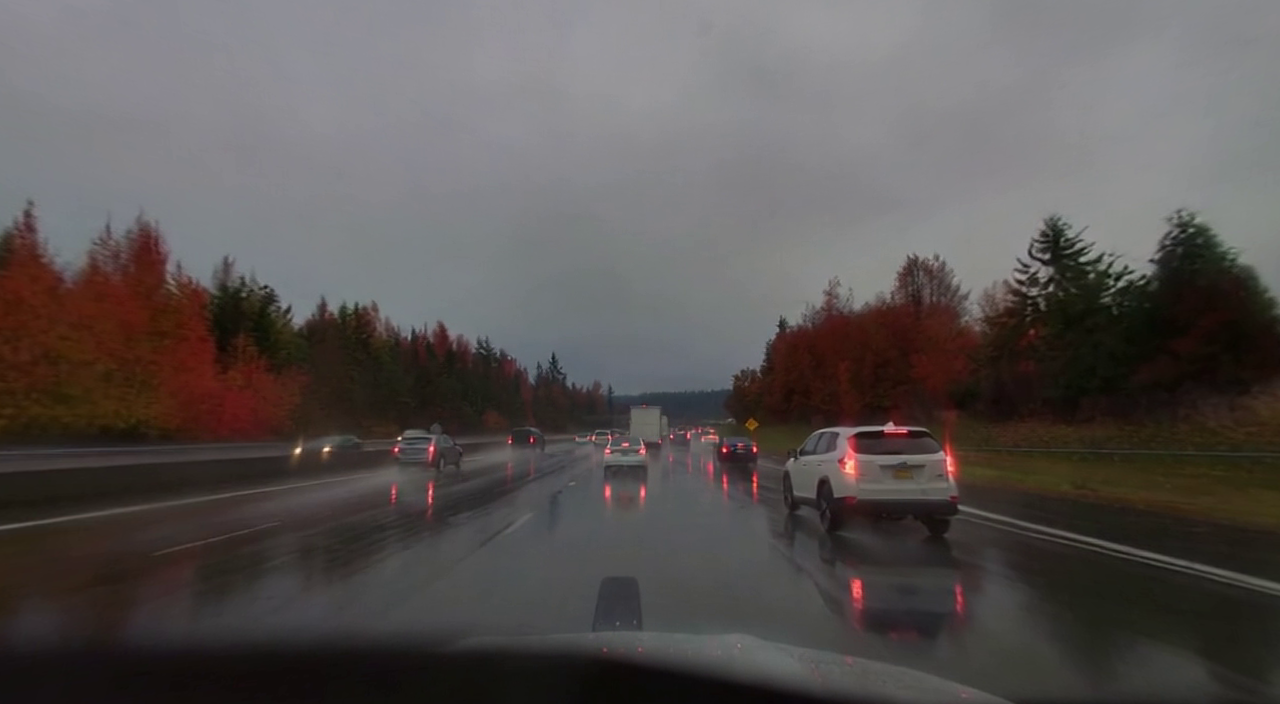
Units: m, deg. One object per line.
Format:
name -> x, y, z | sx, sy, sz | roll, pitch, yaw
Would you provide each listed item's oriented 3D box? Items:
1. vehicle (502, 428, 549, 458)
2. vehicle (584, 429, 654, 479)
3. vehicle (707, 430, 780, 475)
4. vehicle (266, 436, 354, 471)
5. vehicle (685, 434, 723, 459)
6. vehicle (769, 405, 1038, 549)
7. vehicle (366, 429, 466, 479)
vehicle -> -7.384, 5.929, 41.078 | 2.117, 1.779, 4.745 | 0, -8, 1
vehicle -> -0.686, 3.387, 21.207 | 2.111, 1.494, 4.364 | 0, -8, -1
vehicle -> 3.782, 3.727, 23.734 | 1.972, 1.516, 4.514 | 0, -8, 0
vehicle -> -15.392, 4.713, 29.601 | 1.875, 1.509, 4.135 | 0, -8, 0
vehicle -> 3.971, 5.915, 39.508 | 1.909, 1.442, 4.184 | 0, -8, 0
vehicle -> 3.504, 1.736, 9.497 | 2.095, 1.650, 4.331 | 0, -8, -1
vehicle -> -7.597, 3.473, 21.736 | 1.934, 1.526, 3.966 | 0, -8, 1
